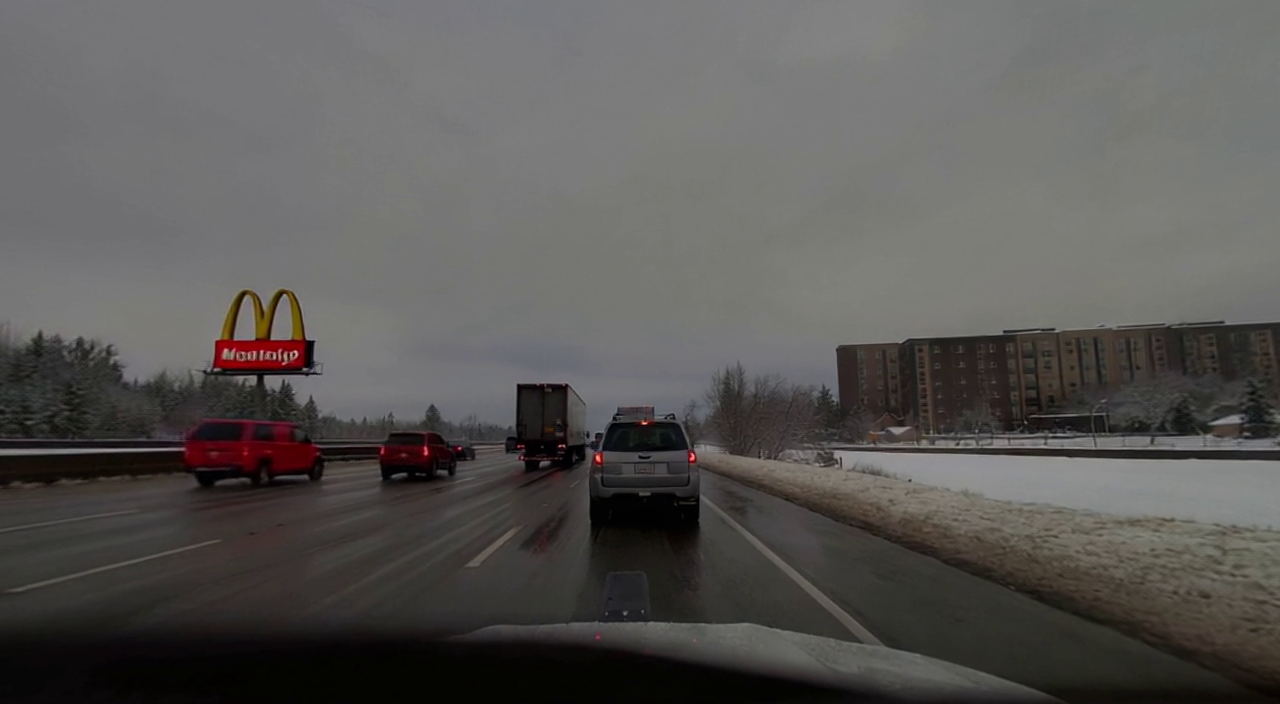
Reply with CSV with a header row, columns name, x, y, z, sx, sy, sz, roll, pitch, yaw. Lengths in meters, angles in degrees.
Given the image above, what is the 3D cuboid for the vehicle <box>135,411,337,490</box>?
name,x,y,z,sx,sy,sz,roll,pitch,yaw
vehicle,-11.698,2.951,19.032,2.240,1.995,5.854,0,-9,-1

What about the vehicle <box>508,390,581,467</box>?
name,x,y,z,sx,sy,sz,roll,pitch,yaw
vehicle,-4.772,4.132,33.209,2.814,3.513,8.529,0,-9,-2

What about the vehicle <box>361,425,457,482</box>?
name,x,y,z,sx,sy,sz,roll,pitch,yaw
vehicle,-7.828,3.488,21.827,1.854,1.740,4.151,0,-9,-2

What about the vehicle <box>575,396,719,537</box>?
name,x,y,z,sx,sy,sz,roll,pitch,yaw
vehicle,0.044,1.859,10.662,1.947,1.910,4.040,0,-9,-1
